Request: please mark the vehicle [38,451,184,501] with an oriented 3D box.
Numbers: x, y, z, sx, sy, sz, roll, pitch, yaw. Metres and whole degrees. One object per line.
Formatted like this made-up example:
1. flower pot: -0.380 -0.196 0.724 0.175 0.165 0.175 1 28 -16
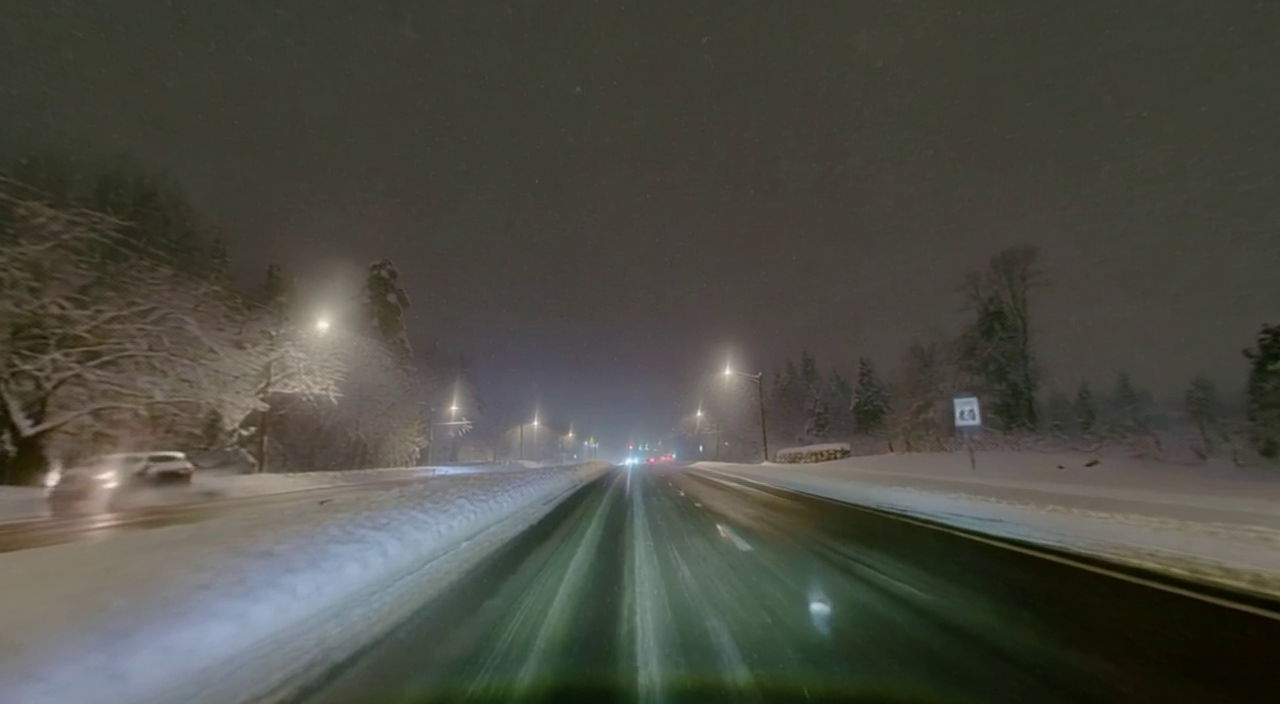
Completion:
1. vehicle: -19.380 4.505 23.431 1.896 1.623 4.124 0 -9 -2
